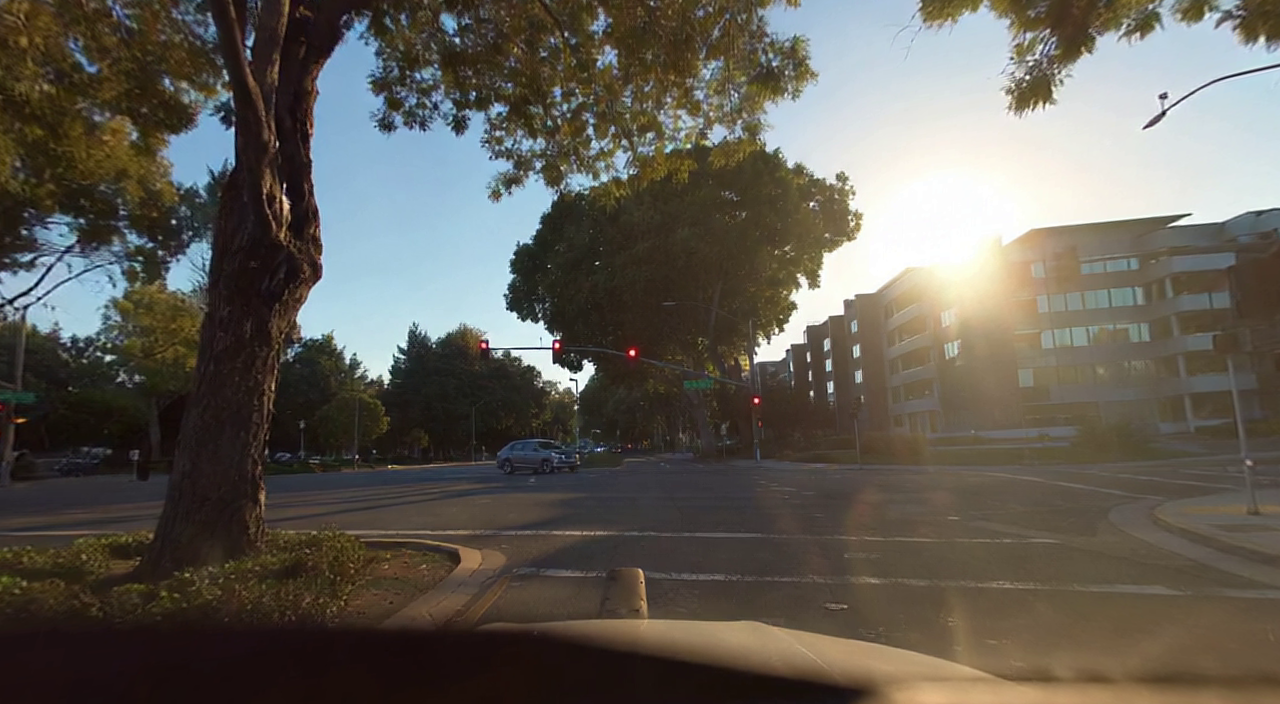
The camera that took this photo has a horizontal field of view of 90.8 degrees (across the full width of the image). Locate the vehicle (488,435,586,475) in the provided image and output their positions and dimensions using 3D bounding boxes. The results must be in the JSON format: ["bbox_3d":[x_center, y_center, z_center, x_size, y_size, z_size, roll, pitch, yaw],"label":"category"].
[{"bbox_3d":[-5.307,5.191,32.085,5.357,1.814,2.141,-8,-12,44],"label":"vehicle"}]
